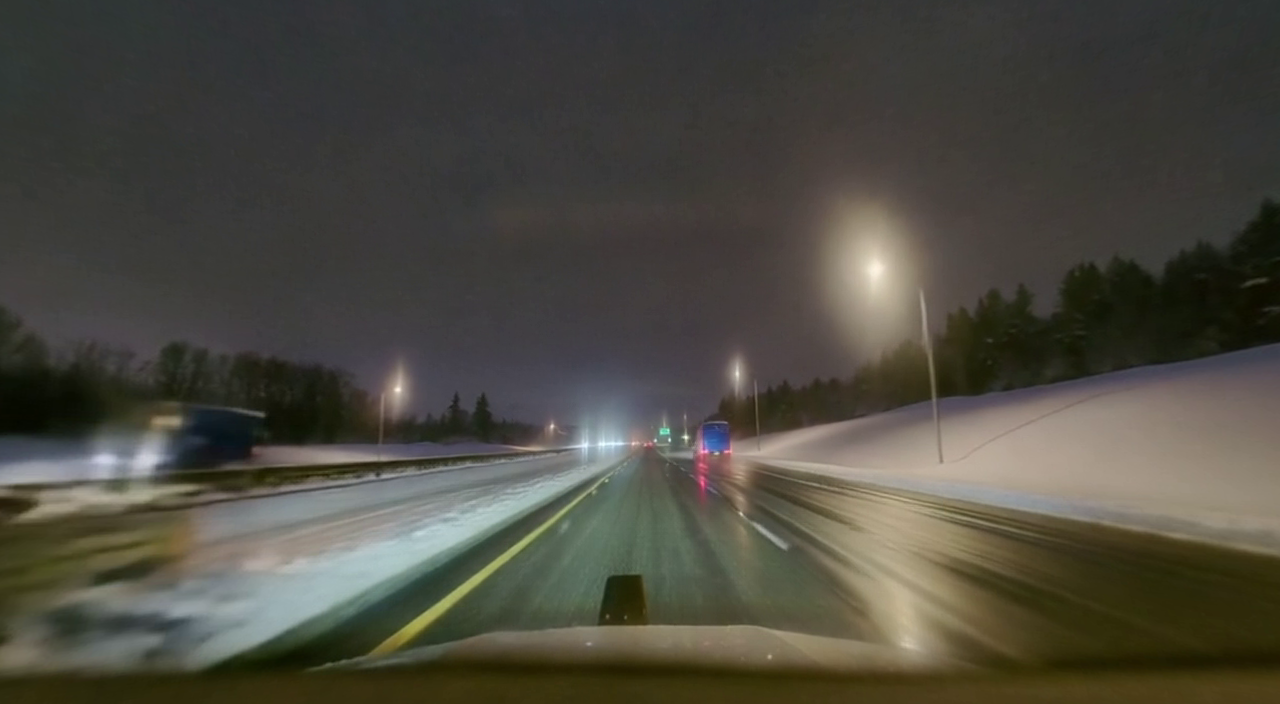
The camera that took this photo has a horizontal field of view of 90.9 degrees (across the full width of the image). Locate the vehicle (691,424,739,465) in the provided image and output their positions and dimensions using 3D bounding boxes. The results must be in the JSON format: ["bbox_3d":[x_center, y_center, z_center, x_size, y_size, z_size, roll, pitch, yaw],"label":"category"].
[{"bbox_3d":[4.945,6.233,42.452,2.430,2.495,6.062,0,-9,0],"label":"vehicle"}]
